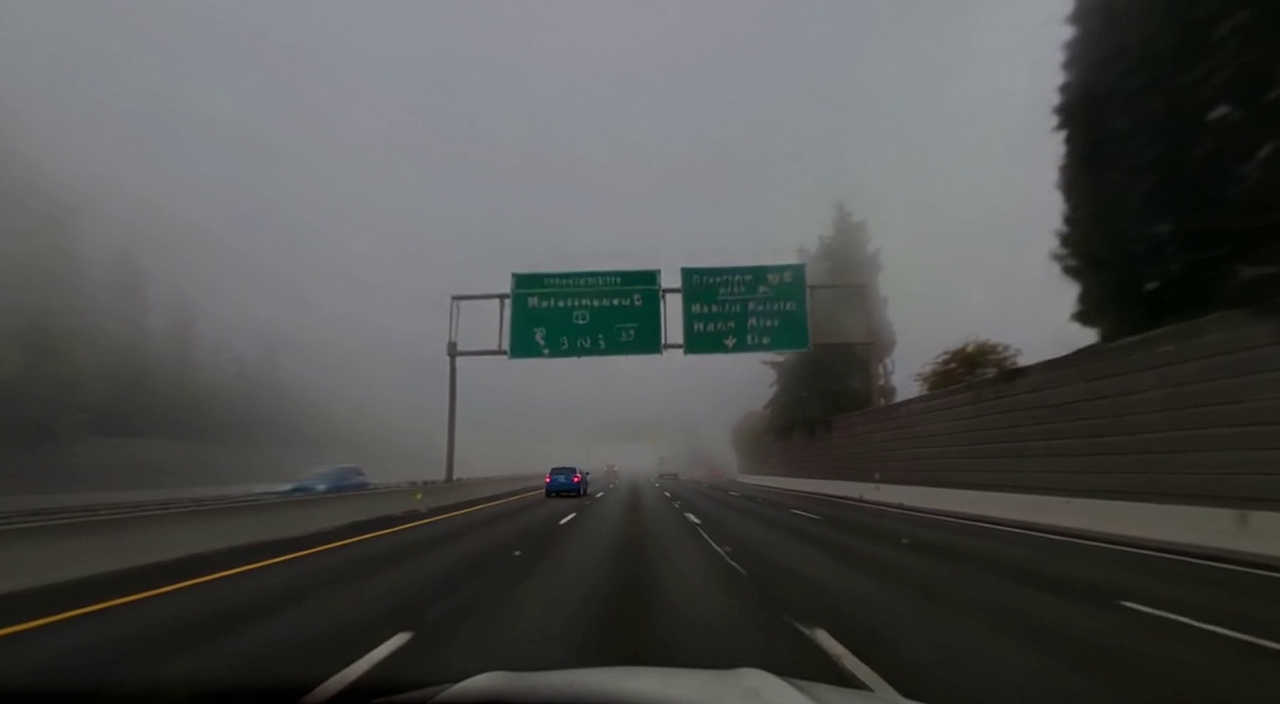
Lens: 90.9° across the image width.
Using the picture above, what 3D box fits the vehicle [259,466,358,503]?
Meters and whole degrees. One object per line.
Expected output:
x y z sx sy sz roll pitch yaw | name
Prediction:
-14.664 5.874 28.203 1.961 1.478 4.534 1 -10 0 | vehicle

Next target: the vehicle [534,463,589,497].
-3.769 6.232 30.938 2.045 1.487 4.582 1 -10 1 | vehicle
